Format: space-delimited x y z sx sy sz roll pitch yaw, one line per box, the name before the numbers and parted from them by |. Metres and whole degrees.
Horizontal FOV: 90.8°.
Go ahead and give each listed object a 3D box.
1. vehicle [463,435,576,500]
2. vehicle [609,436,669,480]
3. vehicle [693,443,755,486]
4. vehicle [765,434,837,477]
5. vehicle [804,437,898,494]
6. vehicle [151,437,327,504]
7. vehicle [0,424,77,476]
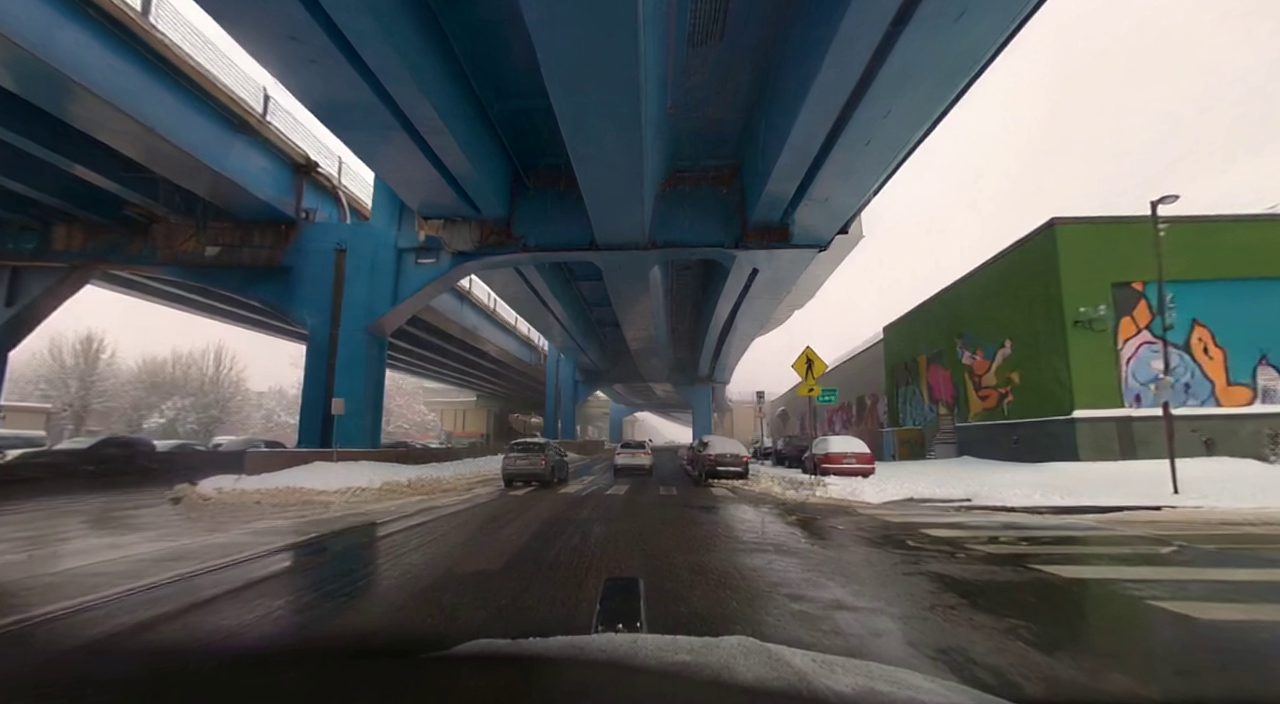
vehicle | -3.102 3.084 17.350 2.024 1.533 4.549 0 -8 2
vehicle | -0.035 4.110 24.648 2.155 1.571 3.734 0 -8 0
vehicle | 3.312 4.507 25.758 1.983 1.589 4.010 0 -8 0
vehicle | 7.752 5.043 30.918 2.175 1.909 4.953 0 -9 0
vehicle | 7.673 4.124 23.515 2.275 1.834 4.294 1 -8 4
vehicle | -11.909 3.537 19.306 2.056 1.768 4.986 0 -9 0
vehicle | -31.505 4.868 31.529 2.208 2.440 5.648 1 -8 -9
